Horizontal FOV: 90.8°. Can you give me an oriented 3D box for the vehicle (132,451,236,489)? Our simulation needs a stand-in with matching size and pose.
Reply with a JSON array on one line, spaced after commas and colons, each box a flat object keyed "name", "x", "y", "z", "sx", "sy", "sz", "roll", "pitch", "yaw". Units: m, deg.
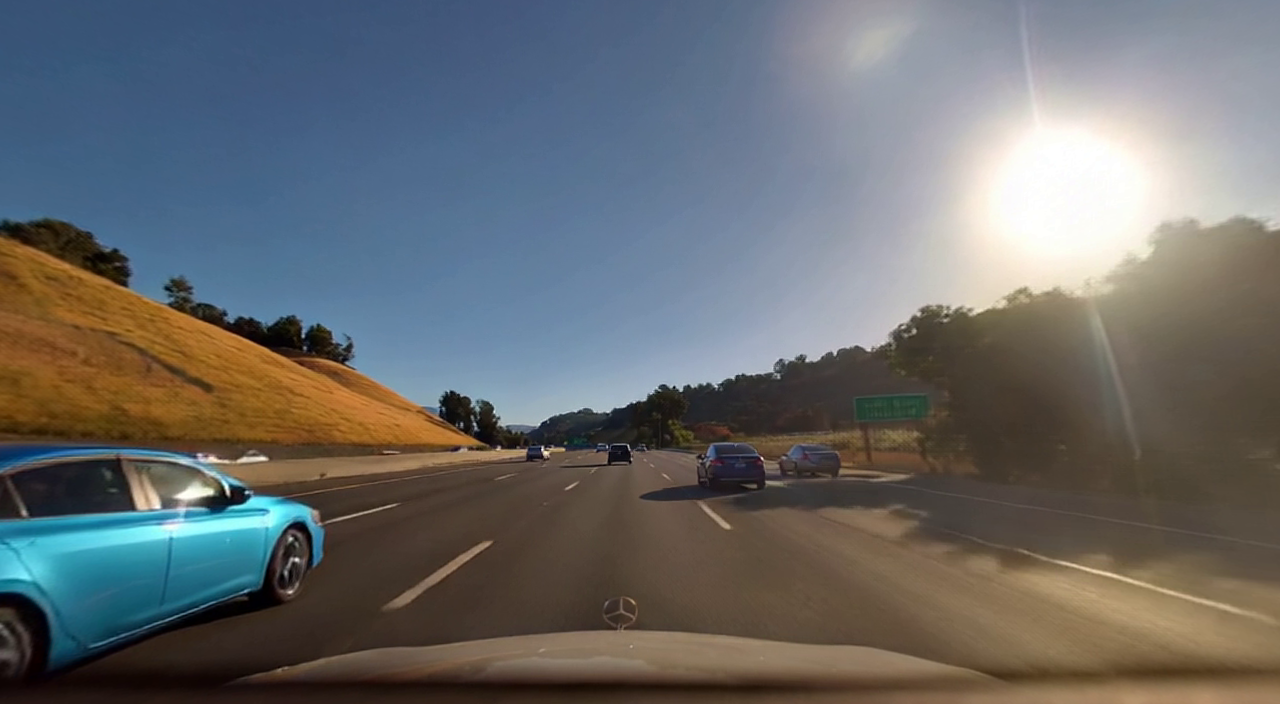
[{"name": "vehicle", "x": -26.380, "y": 6.801, "z": 36.806, "sx": 2.390, "sy": 1.856, "sz": 4.803, "roll": 1, "pitch": -8, "yaw": 0}]

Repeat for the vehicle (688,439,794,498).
[{"name": "vehicle", "x": 2.769, "y": 3.328, "z": 18.572, "sx": 2.120, "sy": 1.492, "sz": 4.734, "roll": 0, "pitch": -8, "yaw": -2}]

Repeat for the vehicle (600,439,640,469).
[{"name": "vehicle", "x": -1.129, "y": 6.021, "z": 37.386, "sx": 2.277, "sy": 1.675, "sz": 4.023, "roll": 0, "pitch": -8, "yaw": 0}]

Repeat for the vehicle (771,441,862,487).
[{"name": "vehicle", "x": 6.089, "y": 3.886, "z": 22.357, "sx": 1.845, "sy": 1.452, "sz": 4.352, "roll": 0, "pitch": -8, "yaw": -2}]
